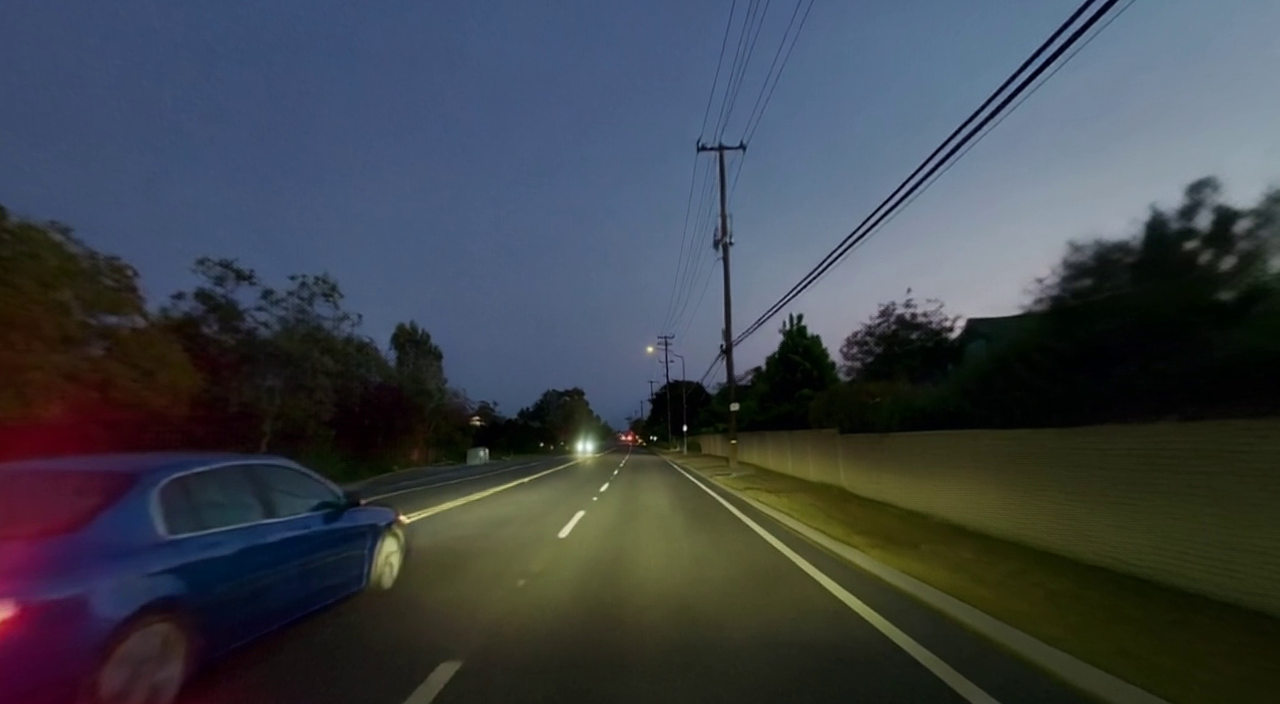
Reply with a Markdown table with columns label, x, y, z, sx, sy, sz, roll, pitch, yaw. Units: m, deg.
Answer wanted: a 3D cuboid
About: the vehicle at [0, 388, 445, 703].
| label | x | y | z | sx | sy | sz | roll | pitch | yaw |
| --- | --- | --- | --- | --- | --- | --- | --- | --- | --- |
| vehicle | -3.097 | 1.134 | 3.804 | 2.085 | 1.512 | 5.023 | 0 | -8 | 2 |
